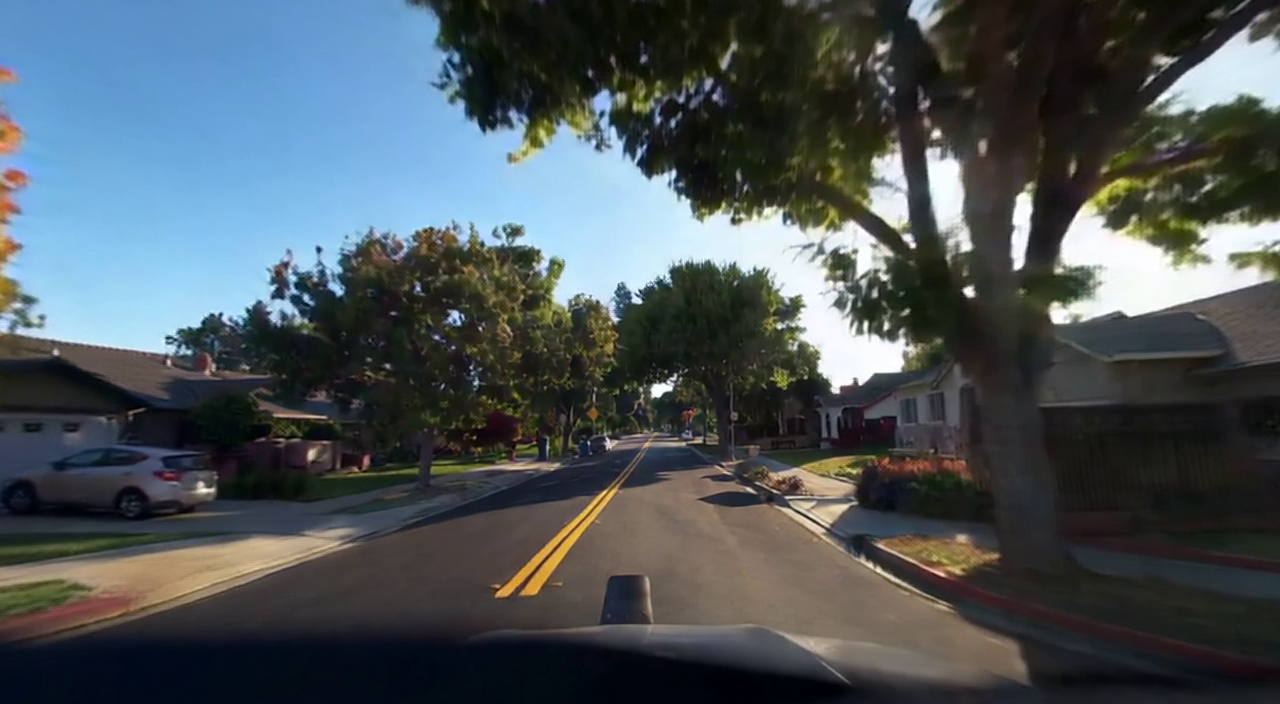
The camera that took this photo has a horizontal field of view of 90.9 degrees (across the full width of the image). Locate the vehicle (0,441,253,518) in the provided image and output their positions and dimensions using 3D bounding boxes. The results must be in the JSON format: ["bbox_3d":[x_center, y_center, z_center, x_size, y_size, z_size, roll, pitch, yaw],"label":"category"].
[{"bbox_3d":[-11.157,2.635,13.379,4.659,1.464,1.930,0,-8,3],"label":"vehicle"}]
